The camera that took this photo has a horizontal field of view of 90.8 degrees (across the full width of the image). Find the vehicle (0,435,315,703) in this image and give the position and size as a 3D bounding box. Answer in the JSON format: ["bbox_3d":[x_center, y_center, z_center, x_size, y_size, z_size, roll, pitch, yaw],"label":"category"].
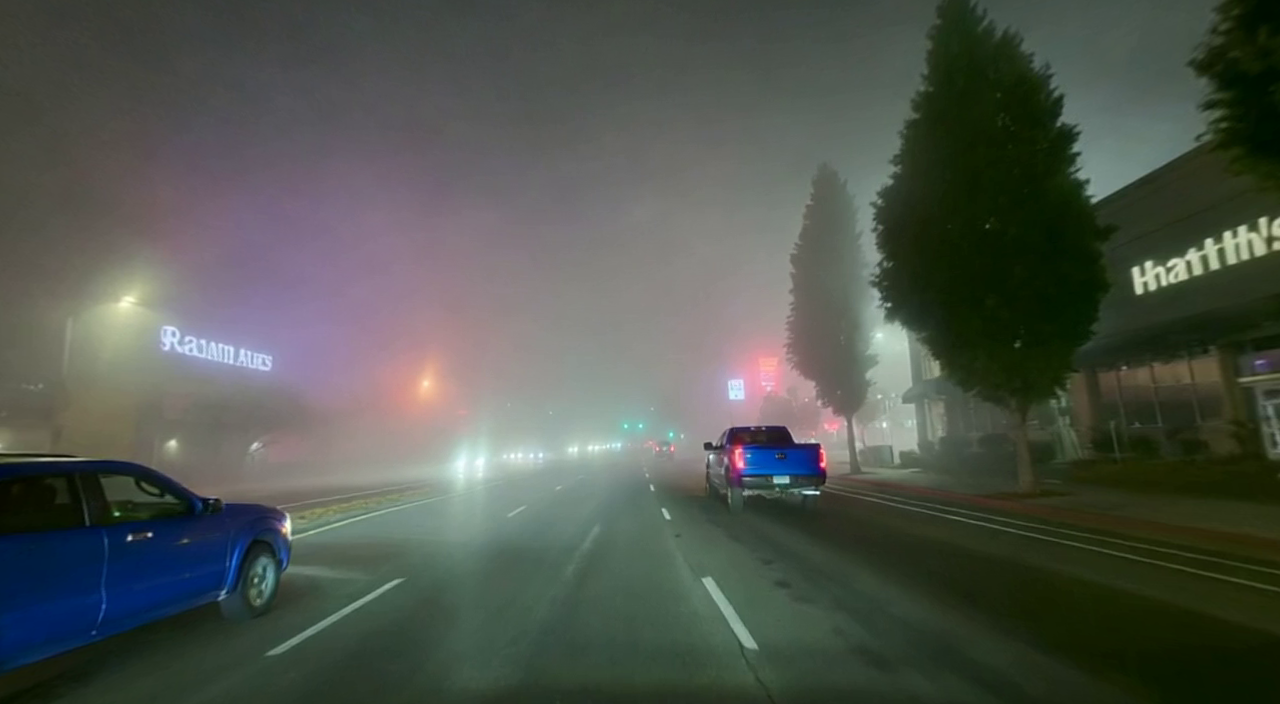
[{"bbox_3d":[-3.440,1.067,2.583,1.888,1.424,4.553,0,-8,-1],"label":"vehicle"}]

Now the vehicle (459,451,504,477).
[{"bbox_3d":[-9.764,6.911,39.185,1.780,1.412,4.283,0,-8,-1],"label":"vehicle"}]

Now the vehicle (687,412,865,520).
[{"bbox_3d":[2.682,2.493,14.418,2.590,1.932,5.776,0,-8,-2],"label":"vehicle"}]

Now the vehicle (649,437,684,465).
[{"bbox_3d":[2.002,7.786,49.789,2.502,2.007,4.993,0,-8,0],"label":"vehicle"}]
